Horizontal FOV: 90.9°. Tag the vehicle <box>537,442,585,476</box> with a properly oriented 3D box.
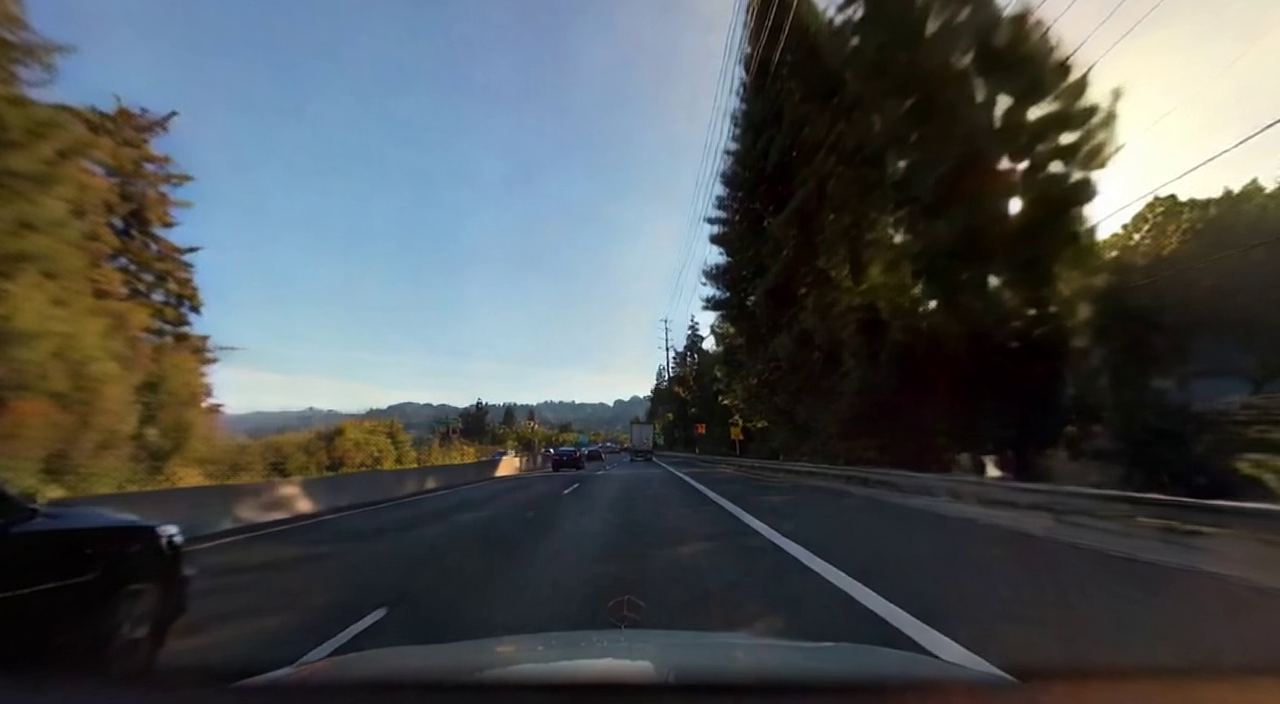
[{"bbox_3d":[-4.258,5.836,34.722,2.111,1.735,4.066,0,-9,0],"label":"vehicle"}]

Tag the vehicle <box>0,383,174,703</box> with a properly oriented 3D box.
[{"bbox_3d":[-3.903,0.763,1.283,2.049,1.697,4.998,0,-9,0],"label":"vehicle"}]
